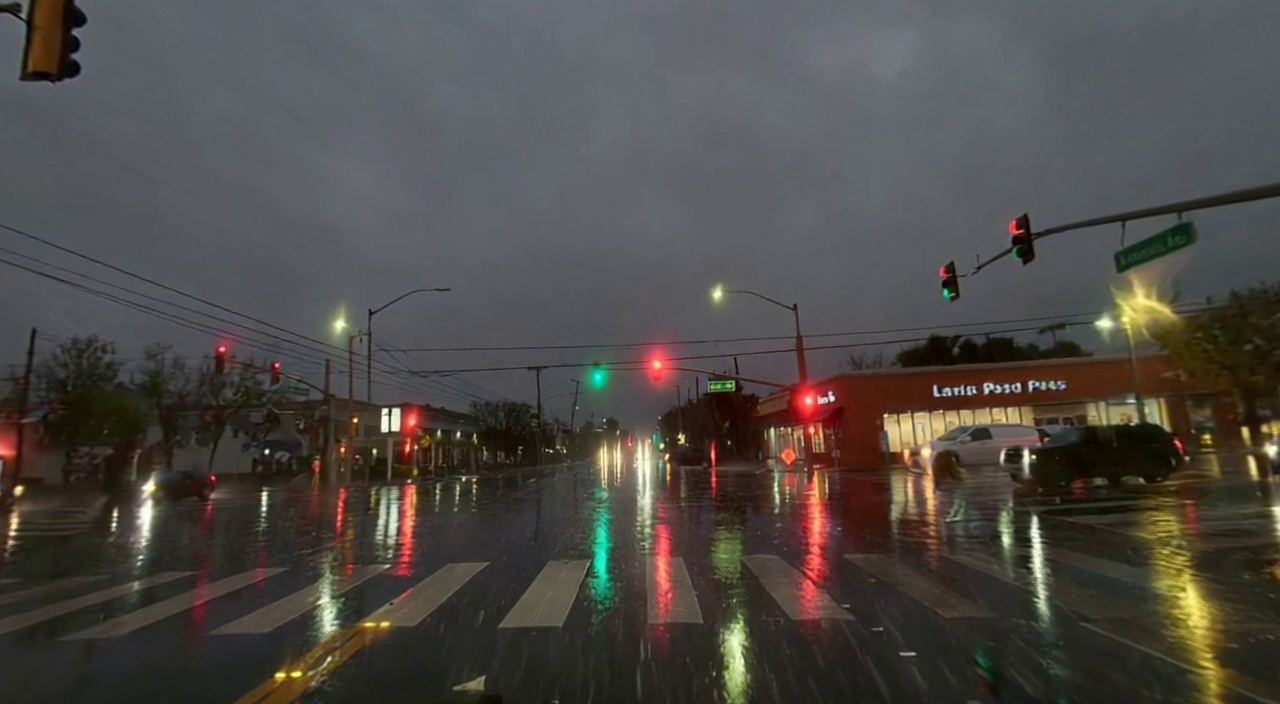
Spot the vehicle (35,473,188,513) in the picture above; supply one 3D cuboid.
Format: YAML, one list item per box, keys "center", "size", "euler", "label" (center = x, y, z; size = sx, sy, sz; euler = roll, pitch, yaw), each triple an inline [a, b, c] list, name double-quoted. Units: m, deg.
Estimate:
- center: [-21.383, 5.701, 25.667]
  size: [4.676, 1.463, 1.909]
  euler: [-1, -8, 6]
  label: "vehicle"

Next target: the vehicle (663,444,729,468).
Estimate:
- center: [3.681, 6.982, 42.432]
  size: [1.969, 1.491, 4.612]
  euler: [5, -10, -33]
  label: "vehicle"

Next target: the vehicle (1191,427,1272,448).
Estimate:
- center: [42.015, 6.064, 44.900]
  size: [4.347, 1.446, 1.777]
  euler: [1, -9, -9]
  label: "vehicle"

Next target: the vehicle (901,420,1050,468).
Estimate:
- center: [13.031, 3.645, 24.948]
  size: [4.916, 1.730, 1.986]
  euler: [-4, -9, 21]
  label: "vehicle"

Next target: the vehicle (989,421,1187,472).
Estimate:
- center: [14.352, 3.098, 20.629]
  size: [4.835, 1.487, 1.913]
  euler: [-4, -9, 20]
  label: "vehicle"
